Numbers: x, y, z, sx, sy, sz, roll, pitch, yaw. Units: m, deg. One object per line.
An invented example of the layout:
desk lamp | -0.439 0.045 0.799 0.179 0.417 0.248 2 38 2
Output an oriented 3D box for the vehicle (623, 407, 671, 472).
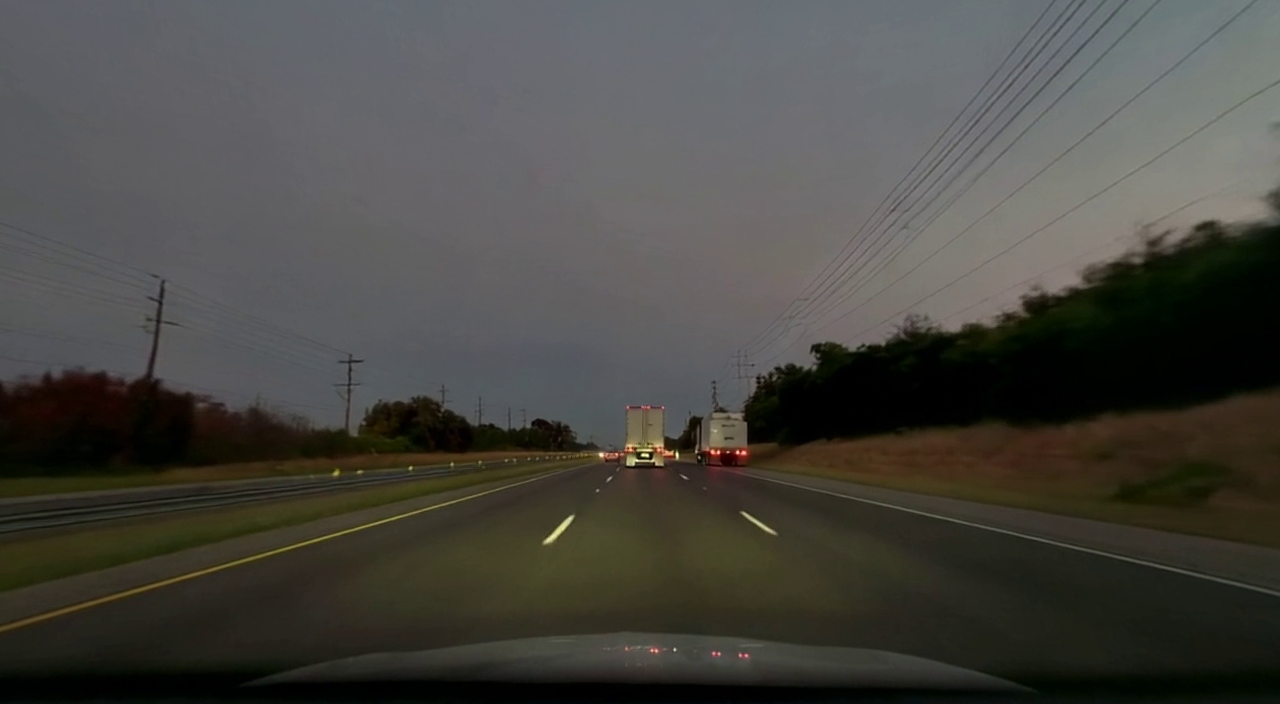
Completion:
vehicle | 0.535 6.584 46.543 2.997 4.076 13.224 0 -9 1

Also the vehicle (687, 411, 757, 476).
vehicle | 4.647 5.498 37.557 2.938 3.378 8.820 0 -9 0
